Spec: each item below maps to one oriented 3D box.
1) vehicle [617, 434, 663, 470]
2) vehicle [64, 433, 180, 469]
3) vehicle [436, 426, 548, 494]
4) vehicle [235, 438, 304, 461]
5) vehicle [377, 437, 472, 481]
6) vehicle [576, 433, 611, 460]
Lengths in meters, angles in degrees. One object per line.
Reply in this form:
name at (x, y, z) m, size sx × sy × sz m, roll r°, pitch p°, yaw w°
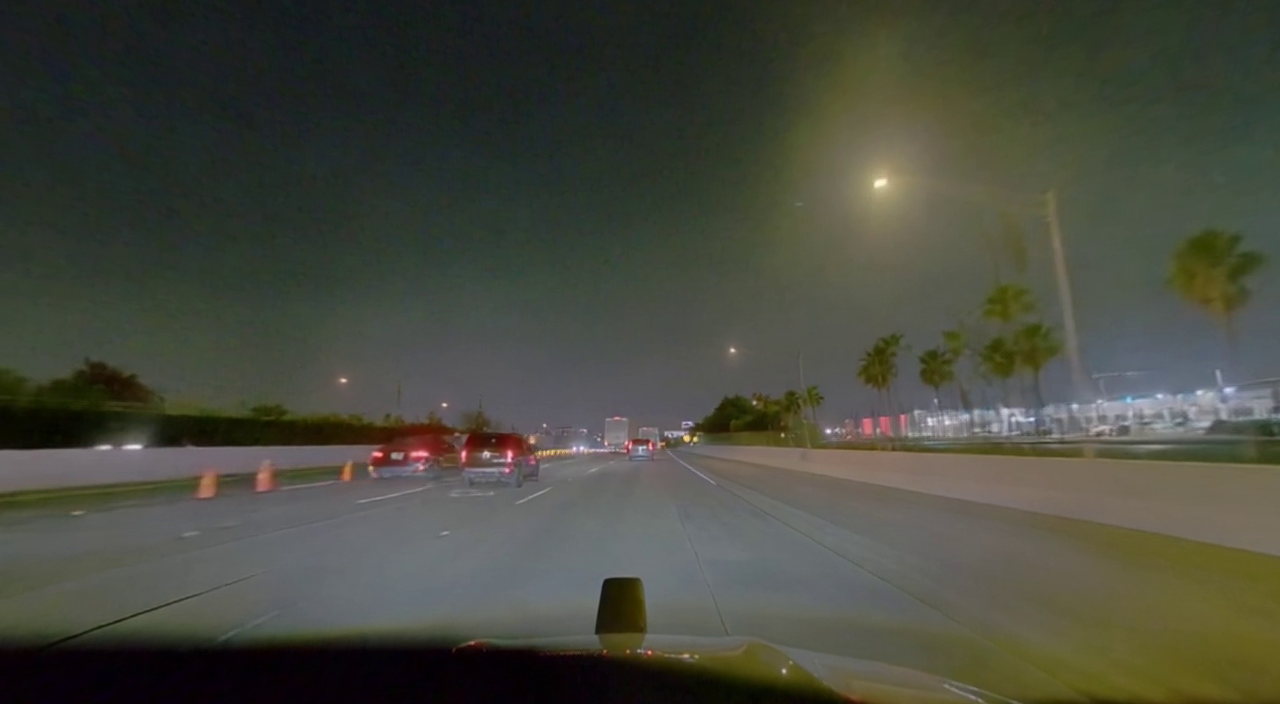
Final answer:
vehicle at (0.048, 5.025, 31.770) m, size 2.136 × 1.678 × 4.052 m, roll -1°, pitch -8°, yaw 1°
vehicle at (-25.982, 4.972, 31.891) m, size 1.796 × 1.659 × 4.575 m, roll -1°, pitch -8°, yaw 3°
vehicle at (-4.197, 3.155, 18.777) m, size 2.108 × 1.740 × 4.549 m, roll -1°, pitch -8°, yaw 1°
vehicle at (-25.042, 6.622, 42.855) m, size 1.821 × 1.458 × 4.476 m, roll -1°, pitch -8°, yaw 2°
vehicle at (-7.955, 3.988, 23.746) m, size 1.949 × 1.476 × 4.410 m, roll 0°, pitch -8°, yaw 1°
vehicle at (-3.564, 7.323, 48.966) m, size 2.203 × 1.958 × 4.848 m, roll -1°, pitch -8°, yaw 2°
